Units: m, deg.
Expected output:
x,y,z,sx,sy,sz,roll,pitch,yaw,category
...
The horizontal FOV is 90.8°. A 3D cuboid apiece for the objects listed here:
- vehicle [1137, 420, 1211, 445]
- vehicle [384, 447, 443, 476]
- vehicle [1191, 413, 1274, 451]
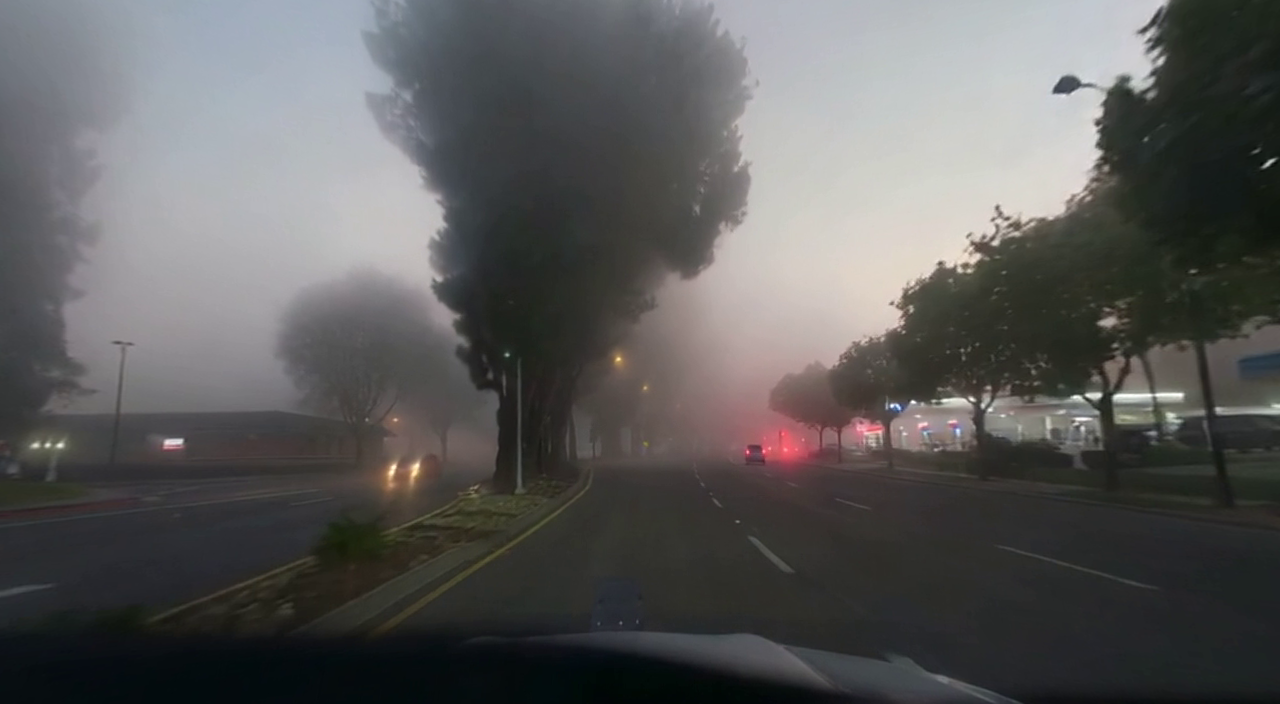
x,y,z,sx,sy,sz,roll,pitch,yaw,category
30.400,4.583,35.995,3.303,1.375,1.483,2,-6,-13,vehicle
-15.877,7.709,44.655,2.191,1.879,4.675,-1,-8,3,vehicle
30.884,4.174,32.929,3.449,1.428,1.548,-5,-9,-20,vehicle
